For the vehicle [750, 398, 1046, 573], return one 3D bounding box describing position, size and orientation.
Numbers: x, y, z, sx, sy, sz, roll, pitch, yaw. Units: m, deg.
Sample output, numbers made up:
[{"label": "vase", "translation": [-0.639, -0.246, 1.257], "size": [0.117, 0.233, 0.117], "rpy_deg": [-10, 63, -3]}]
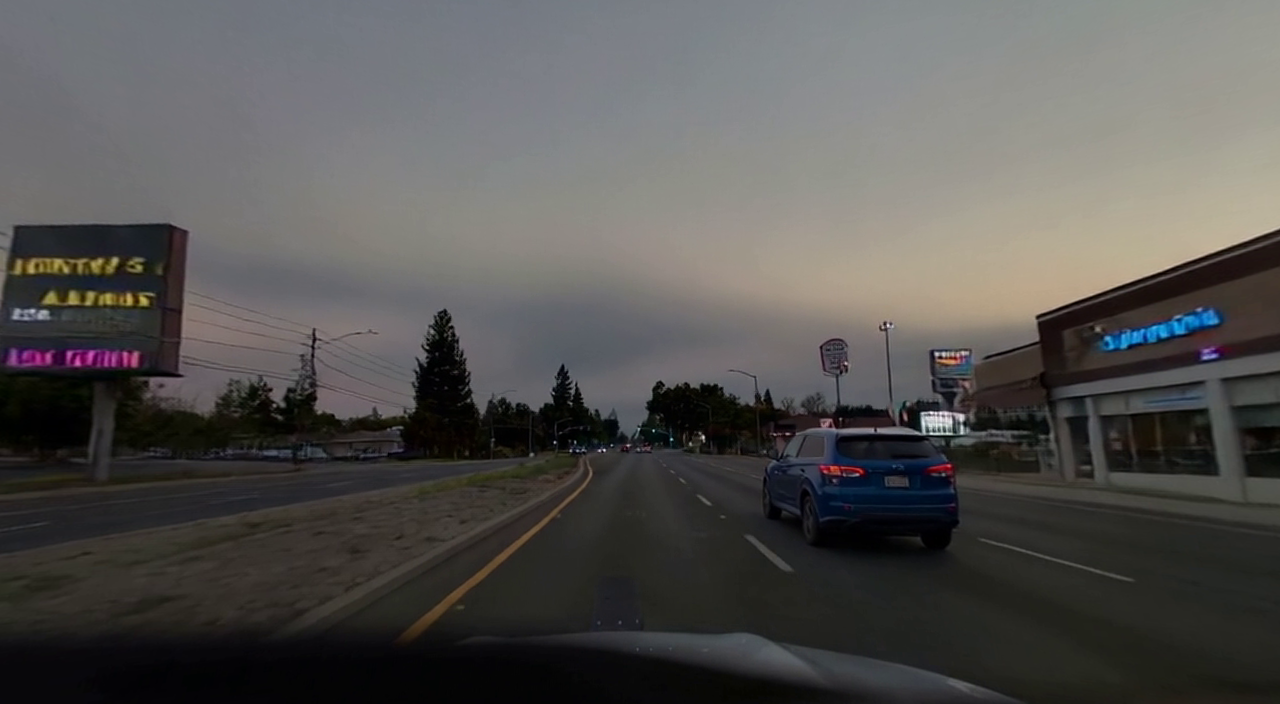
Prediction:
[{"label": "vehicle", "translation": [3.068, 1.713, 8.880], "size": [2.130, 1.790, 4.615], "rpy_deg": [0, -8, -1]}]
